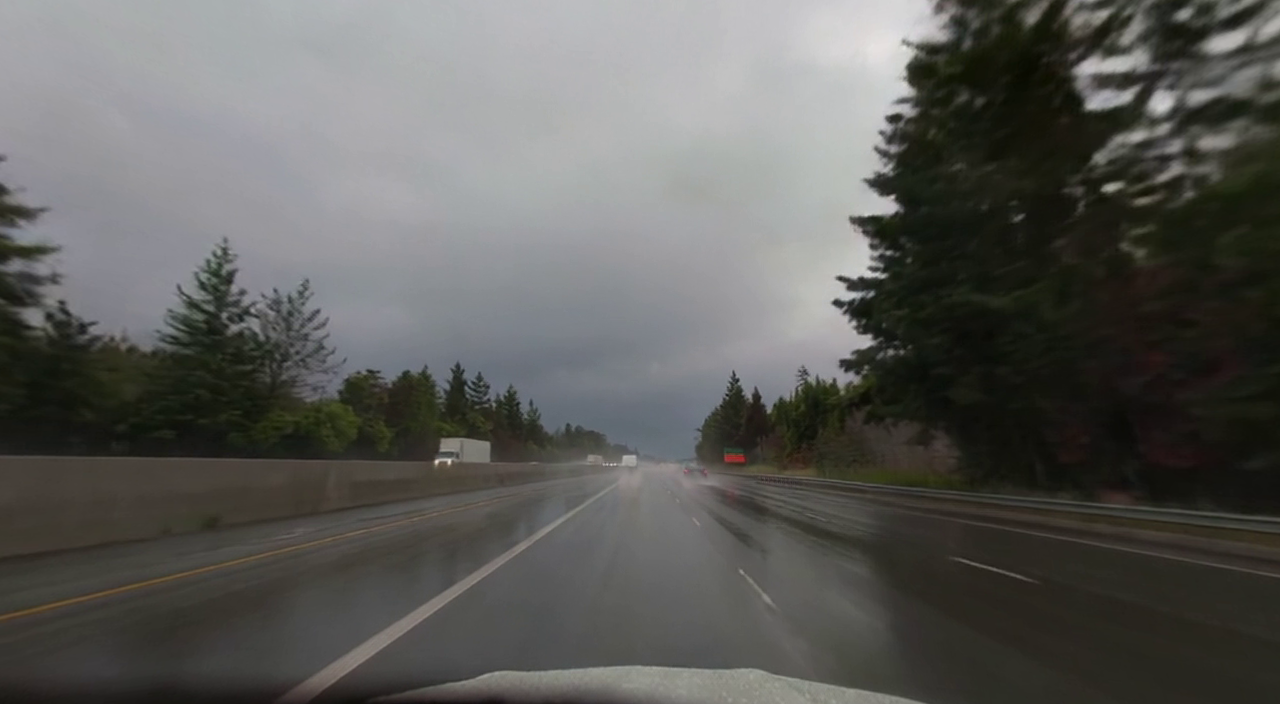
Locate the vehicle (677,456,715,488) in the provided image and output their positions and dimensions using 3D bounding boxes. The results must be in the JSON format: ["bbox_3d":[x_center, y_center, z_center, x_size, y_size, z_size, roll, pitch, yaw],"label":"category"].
[{"bbox_3d":[3.705,8.024,42.205,2.093,1.933,4.623,1,-10,0],"label":"vehicle"}]
